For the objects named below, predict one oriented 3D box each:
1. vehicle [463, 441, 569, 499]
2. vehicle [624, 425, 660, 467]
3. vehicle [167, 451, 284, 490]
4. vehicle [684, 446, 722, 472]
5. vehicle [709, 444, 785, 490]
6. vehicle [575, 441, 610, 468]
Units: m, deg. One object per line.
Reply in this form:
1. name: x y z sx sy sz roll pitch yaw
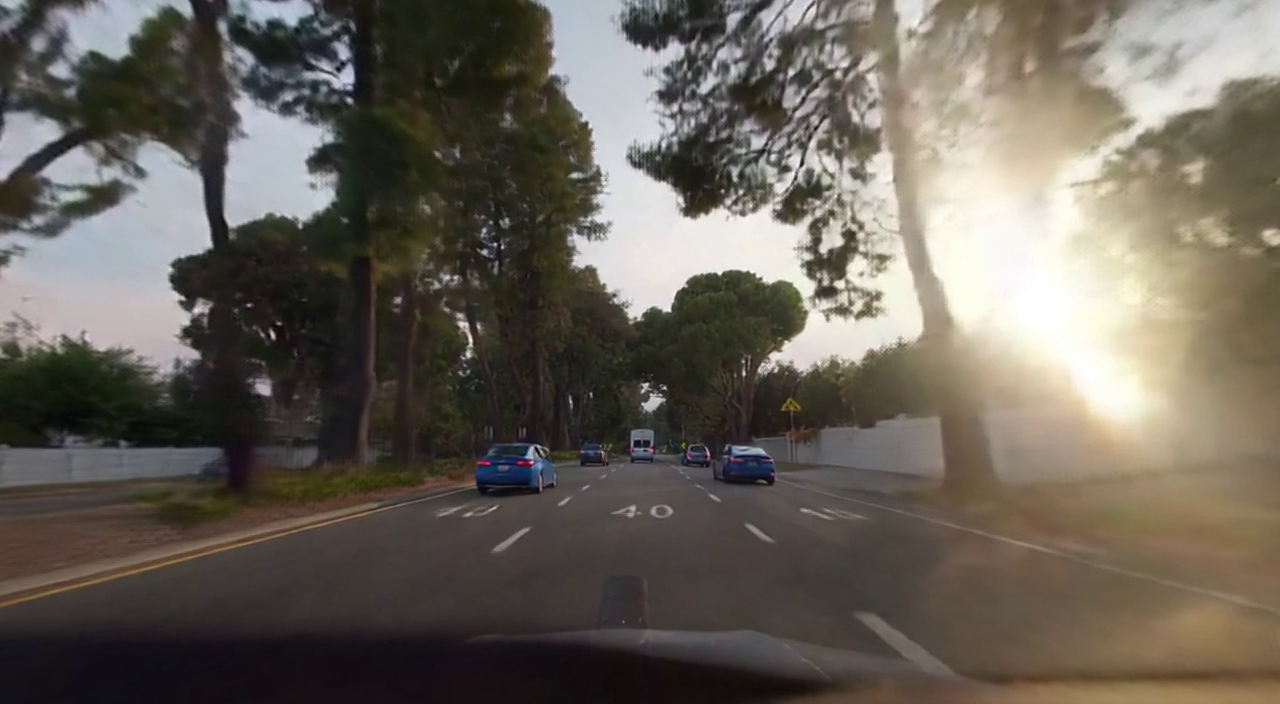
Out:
1. vehicle: -3.435 3.354 18.377 2.036 1.474 4.647 0 -8 2
2. vehicle: 0.181 6.618 44.108 2.311 2.726 5.814 0 -8 1
3. vehicle: -17.821 5.072 27.299 1.852 1.471 4.746 0 -8 0
4. vehicle: 3.896 6.705 39.639 1.905 1.520 4.340 2 -8 -1
5. vehicle: 3.681 4.019 22.362 1.945 1.469 4.258 0 -8 0
6. vehicle: -3.199 7.047 43.308 2.021 1.715 4.329 0 -8 1
